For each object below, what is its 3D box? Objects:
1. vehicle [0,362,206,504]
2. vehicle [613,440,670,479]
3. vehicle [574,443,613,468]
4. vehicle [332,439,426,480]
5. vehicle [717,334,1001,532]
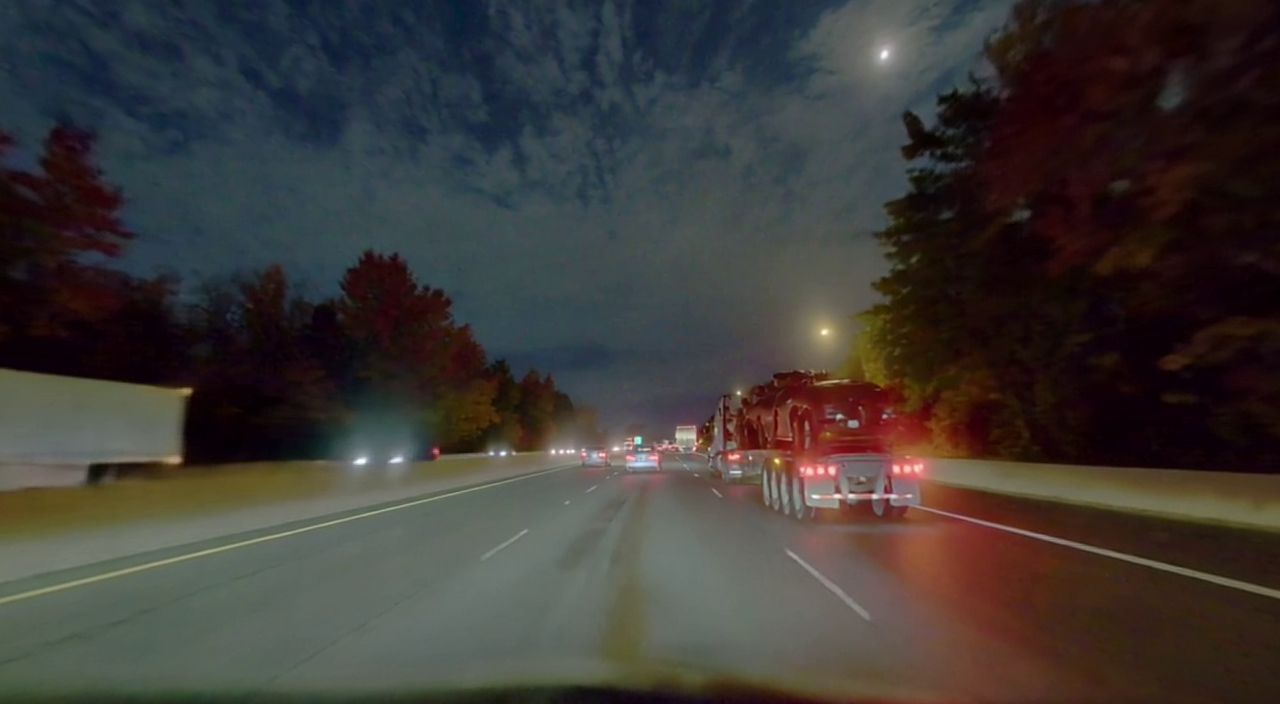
[{"bbox_3d":[-18.542,2.696,20.444,2.838,3.779,7.955,0,-8,2],"label":"vehicle"},{"bbox_3d":[0.125,4.407,26.104,2.152,1.484,4.211,0,-8,2],"label":"vehicle"},{"bbox_3d":[-2.752,6.198,37.860,1.928,1.464,3.706,0,-8,2],"label":"vehicle"},{"bbox_3d":[-10.598,4.371,25.919,1.948,1.535,4.152,-1,-8,3],"label":"vehicle"},{"bbox_3d":[4.386,2.269,16.964,3.150,3.257,13.098,0,-8,1],"label":"vehicle"}]
